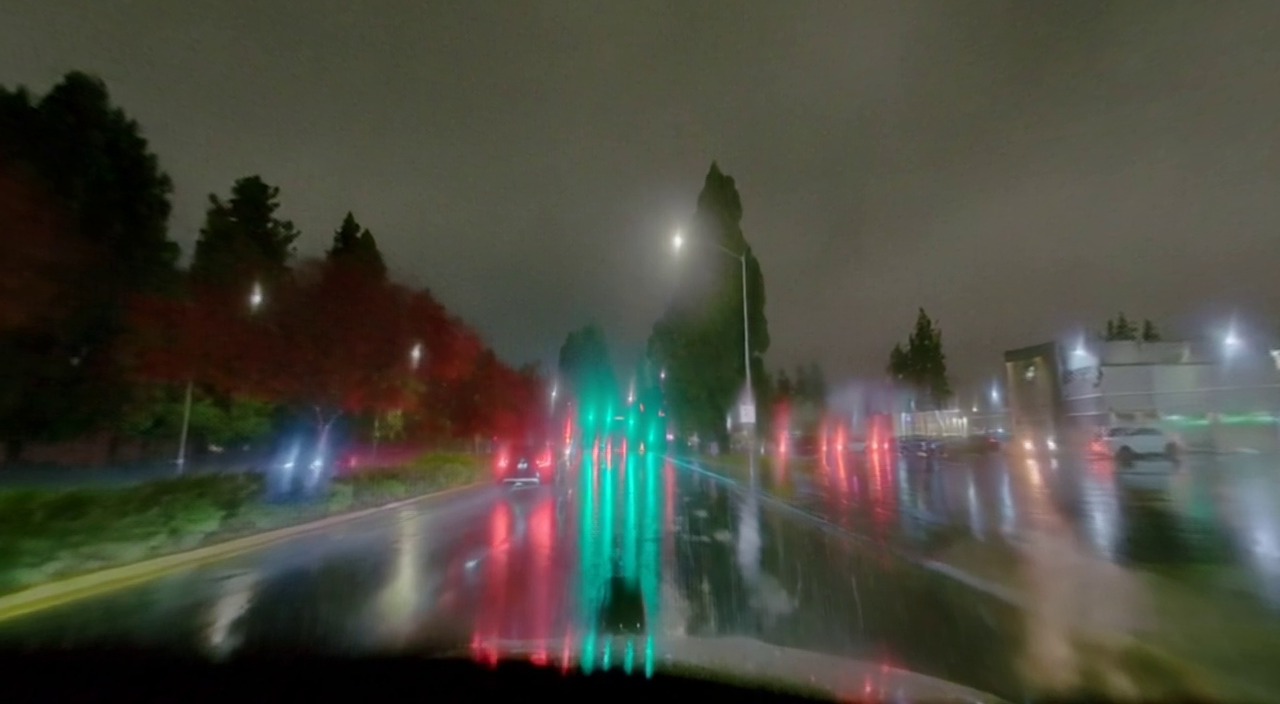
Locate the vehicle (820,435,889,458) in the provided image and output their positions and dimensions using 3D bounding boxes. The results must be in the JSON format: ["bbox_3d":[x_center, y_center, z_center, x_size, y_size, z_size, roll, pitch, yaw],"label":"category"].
[{"bbox_3d":[16.590,7.317,48.883,4.564,1.663,2.033,1,-9,-9],"label":"vehicle"}]

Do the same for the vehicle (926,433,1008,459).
[{"bbox_3d":[18.208,5.241,35.251,3.731,1.430,1.640,1,-9,-11],"label":"vehicle"}]

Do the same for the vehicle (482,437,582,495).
[{"bbox_3d":[-3.058,3.344,19.010,2.011,1.498,4.914,0,-8,2],"label":"vehicle"}]

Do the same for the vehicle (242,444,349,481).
[{"bbox_3d":[-14.692,4.716,27.308,2.114,1.429,4.532,0,-8,0],"label":"vehicle"}]

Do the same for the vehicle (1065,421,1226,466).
[{"bbox_3d":[19.368,3.562,24.359,4.465,1.587,2.178,0,-11,-7],"label":"vehicle"}]
